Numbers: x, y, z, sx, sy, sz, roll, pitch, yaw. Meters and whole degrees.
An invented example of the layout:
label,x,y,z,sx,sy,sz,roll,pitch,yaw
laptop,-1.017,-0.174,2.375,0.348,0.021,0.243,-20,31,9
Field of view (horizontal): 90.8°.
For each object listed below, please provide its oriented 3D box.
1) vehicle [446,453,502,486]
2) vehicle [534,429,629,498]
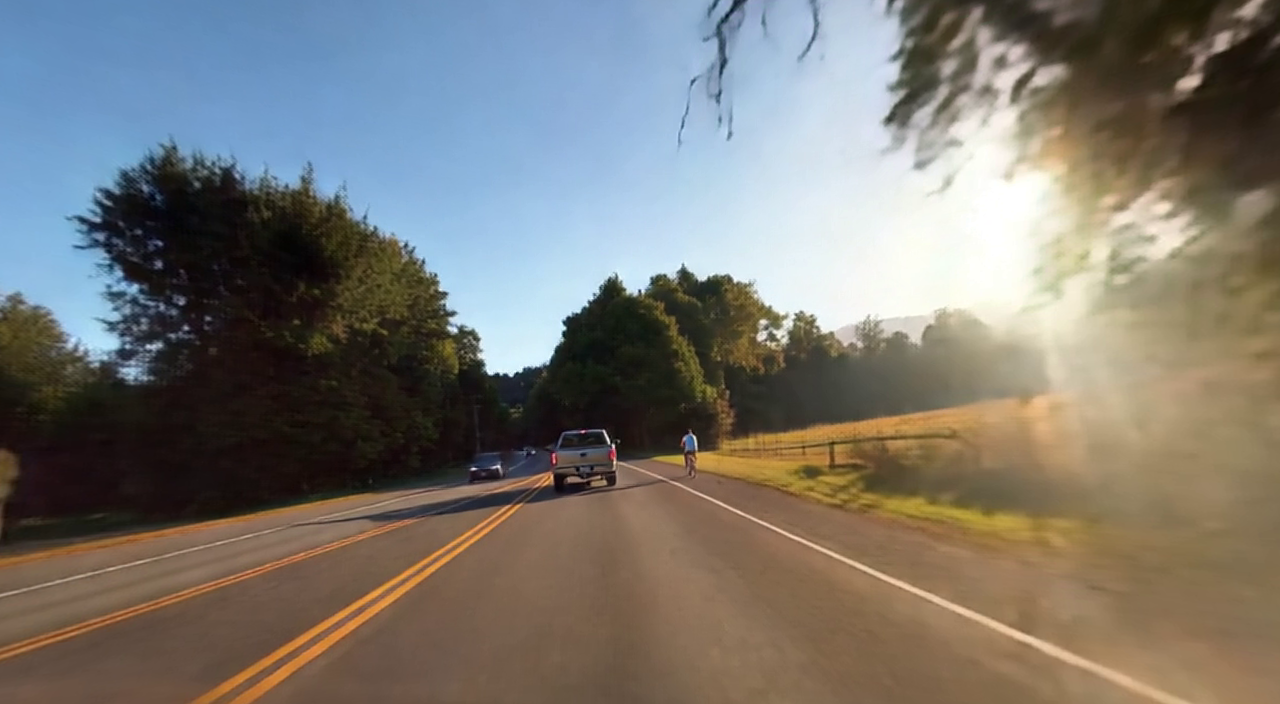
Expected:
label,x,y,z,sx,sy,sz,roll,pitch,yaw
vehicle,-8.476,5.987,32.604,2.045,1.474,3.956,-1,-8,-3
vehicle,-1.762,3.491,20.251,2.631,1.798,5.331,-1,-8,-3
